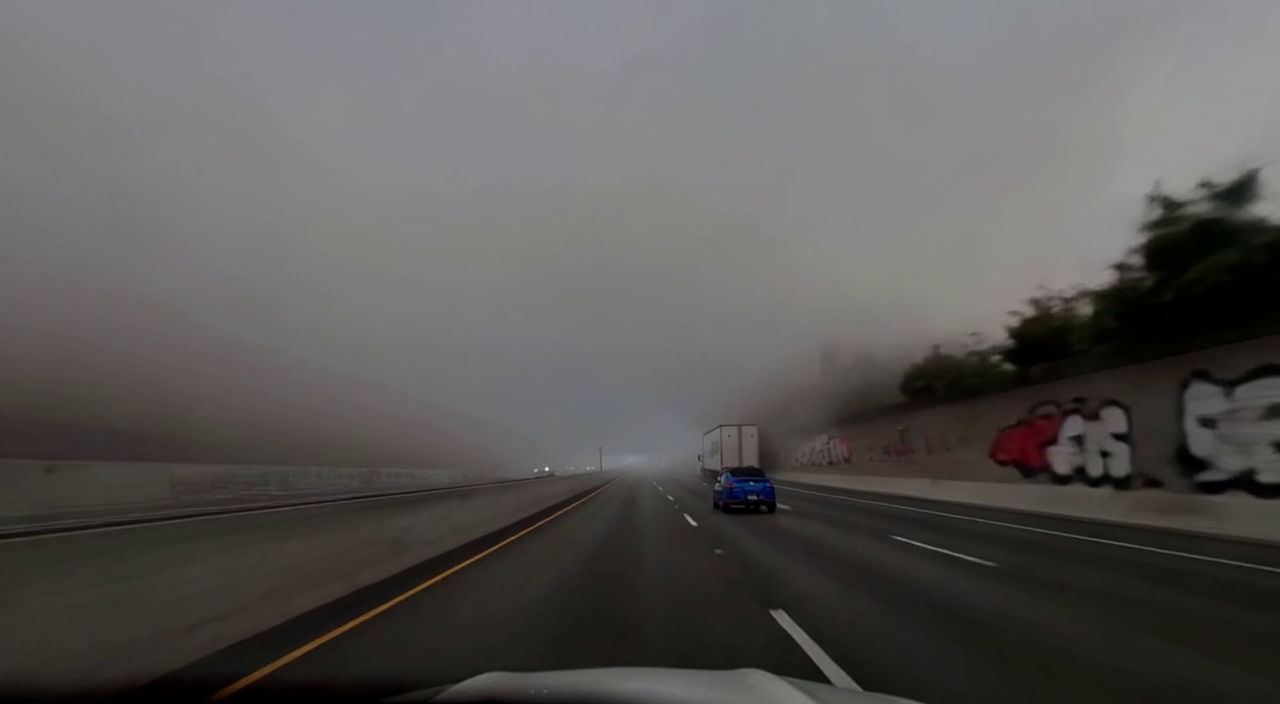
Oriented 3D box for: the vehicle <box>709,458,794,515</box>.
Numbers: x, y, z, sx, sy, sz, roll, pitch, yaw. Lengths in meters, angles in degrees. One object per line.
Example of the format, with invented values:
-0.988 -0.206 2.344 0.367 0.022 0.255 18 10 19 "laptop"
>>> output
3.389 4.176 19.880 2.011 1.574 3.512 1 -10 0 "vehicle"
